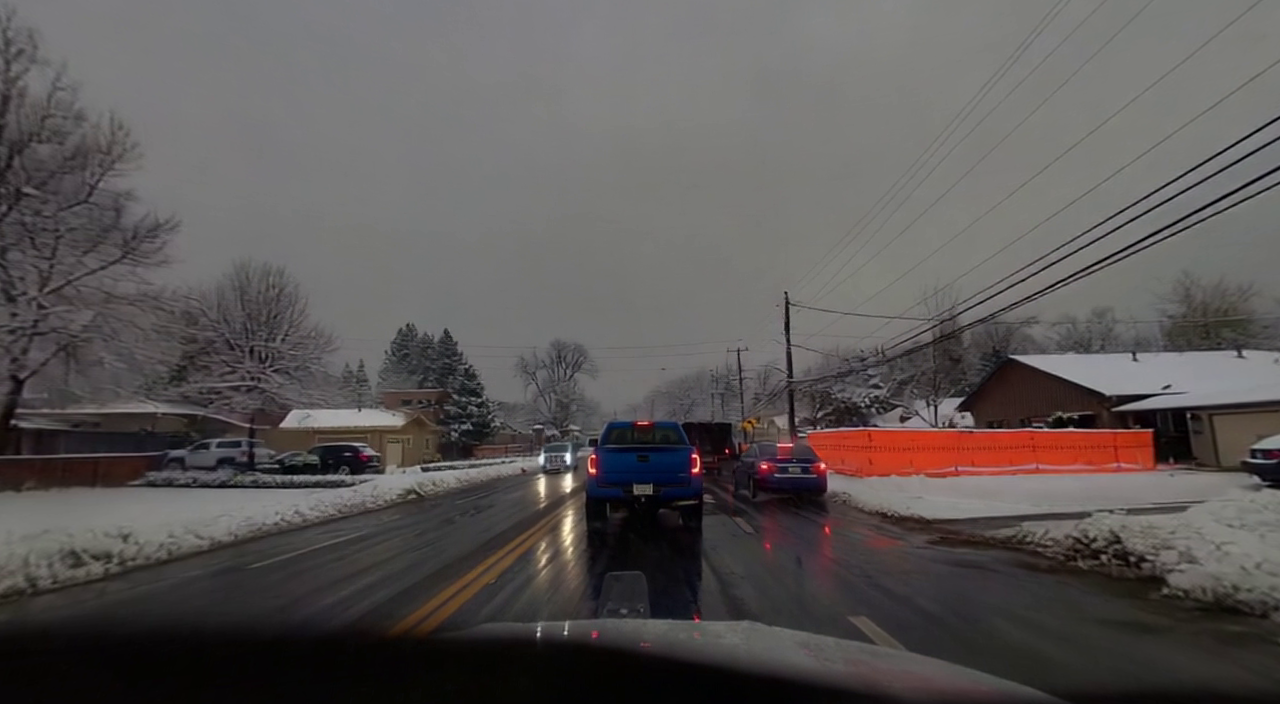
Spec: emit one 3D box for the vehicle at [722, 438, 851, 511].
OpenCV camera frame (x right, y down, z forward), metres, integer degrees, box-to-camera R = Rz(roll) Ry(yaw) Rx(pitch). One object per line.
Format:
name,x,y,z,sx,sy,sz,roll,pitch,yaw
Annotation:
vehicle,3.325,2.881,15.295,2.010,1.499,4.481,0,-8,-1

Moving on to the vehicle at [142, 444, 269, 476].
vehicle,-20.407,5.066,29.587,4.706,1.468,1.817,0,-8,3

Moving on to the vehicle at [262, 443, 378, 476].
vehicle,-15.157,5.095,29.912,4.490,1.500,1.875,0,-8,-2

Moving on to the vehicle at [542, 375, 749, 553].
vehicle,0.074,1.959,11.639,2.751,2.361,6.347,0,-8,0
